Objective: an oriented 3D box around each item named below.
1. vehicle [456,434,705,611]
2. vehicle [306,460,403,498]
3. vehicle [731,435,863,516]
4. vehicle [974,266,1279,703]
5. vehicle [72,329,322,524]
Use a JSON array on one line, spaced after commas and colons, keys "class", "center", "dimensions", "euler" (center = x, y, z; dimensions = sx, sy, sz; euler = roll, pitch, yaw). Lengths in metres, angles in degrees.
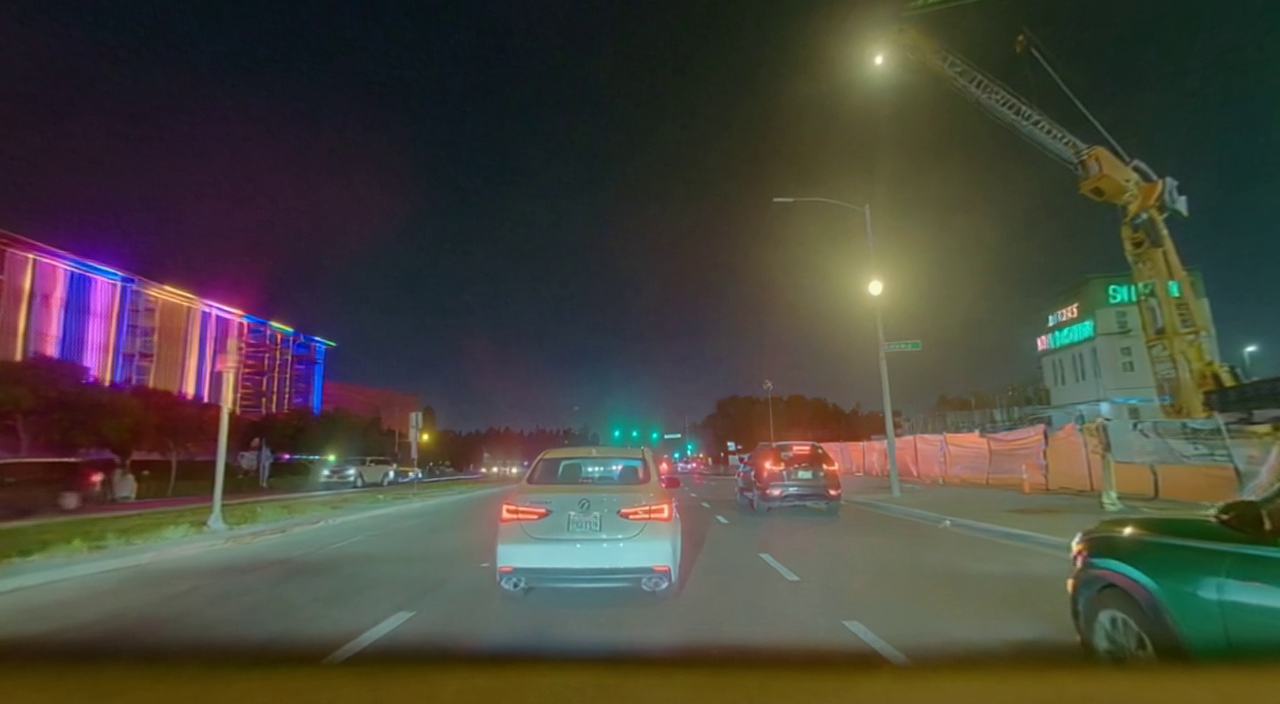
[{"class": "vehicle", "center": [-0.467, 1.772, 7.555], "dimensions": [2.131, 1.496, 4.193], "euler": [0, -8, 1]}, {"class": "vehicle", "center": [-12.949, 5.771, 29.014], "dimensions": [1.986, 1.476, 4.753], "euler": [-1, -8, 3]}, {"class": "vehicle", "center": [3.907, 3.163, 16.804], "dimensions": [2.185, 1.797, 4.934], "euler": [0, -8, -1]}, {"class": "vehicle", "center": [3.381, 0.587, 1.656], "dimensions": [2.182, 1.954, 5.341], "euler": [0, -8, 2]}, {"class": "vehicle", "center": [-9.102, 1.620, 13.488], "dimensions": [2.592, 3.548, 3.414], "euler": [-2, -9, 4]}]
